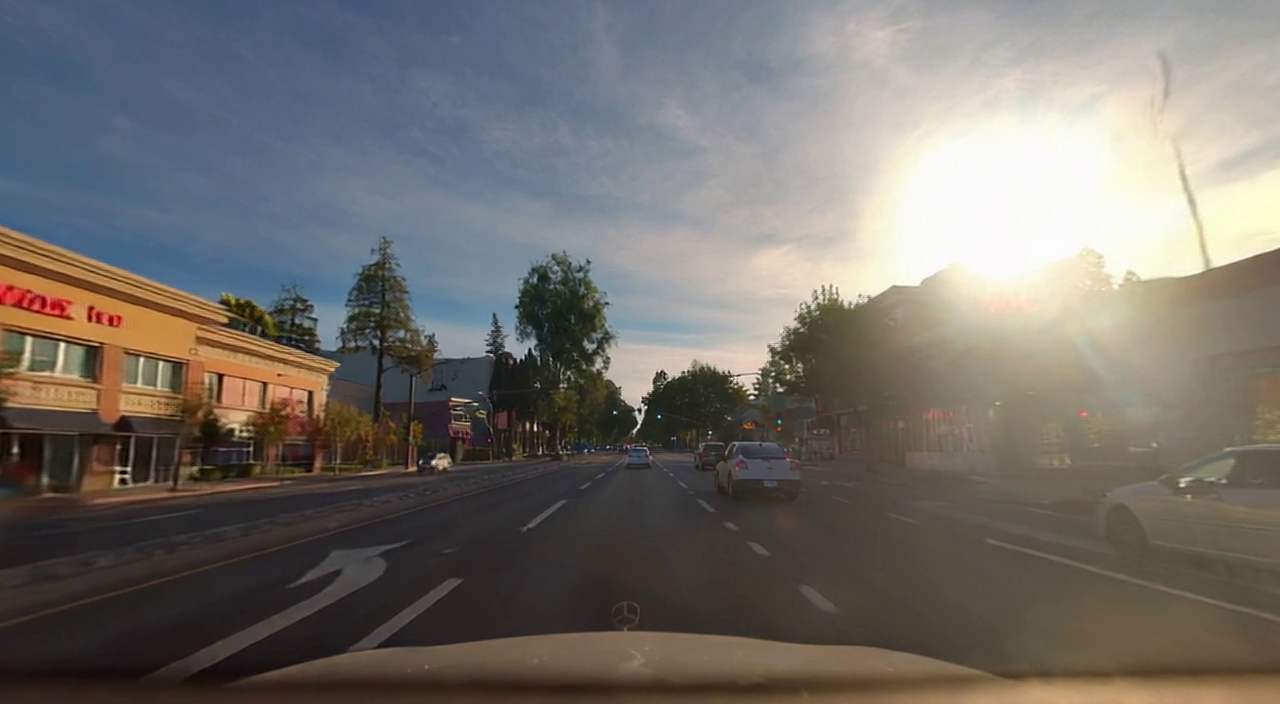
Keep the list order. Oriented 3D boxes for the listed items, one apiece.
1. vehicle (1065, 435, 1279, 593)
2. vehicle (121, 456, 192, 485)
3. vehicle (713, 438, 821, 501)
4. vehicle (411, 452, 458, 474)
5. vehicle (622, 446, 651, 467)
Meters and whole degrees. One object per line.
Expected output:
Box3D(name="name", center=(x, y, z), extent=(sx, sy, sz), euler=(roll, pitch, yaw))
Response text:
Box3D(name="vehicle", center=(6.894, 1.575, 6.417), extent=(1.952, 1.449, 4.544), euler=(0, -8, -1))
Box3D(name="vehicle", center=(-32.983, 8.058, 43.258), extent=(1.856, 1.675, 5.356), euler=(2, -9, -15))
Box3D(name="vehicle", center=(3.480, 3.313, 18.261), extent=(2.072, 1.545, 4.578), euler=(0, -8, -1))
Box3D(name="vehicle", center=(-15.274, 8.230, 47.162), extent=(1.908, 1.486, 4.629), euler=(-1, -8, 1))
Box3D(name="vehicle", center=(-0.247, 7.844, 47.436), extent=(2.052, 1.461, 4.324), euler=(0, -8, 0))
